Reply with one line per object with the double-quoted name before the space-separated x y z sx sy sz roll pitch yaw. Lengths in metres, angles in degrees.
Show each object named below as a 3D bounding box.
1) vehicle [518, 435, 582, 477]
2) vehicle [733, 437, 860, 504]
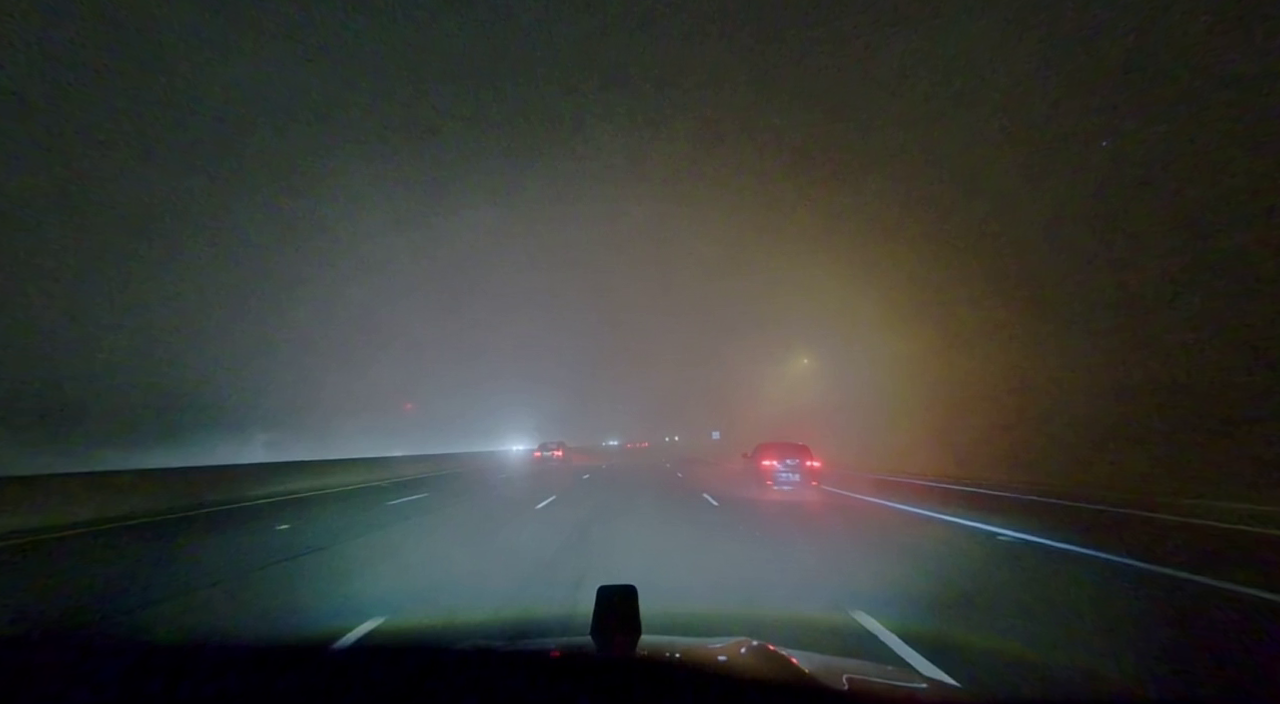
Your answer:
"vehicle" -3.754 4.444 27.205 2.048 1.618 4.424 0 -8 1
"vehicle" 3.836 2.972 16.342 2.060 1.485 4.274 0 -8 -2
